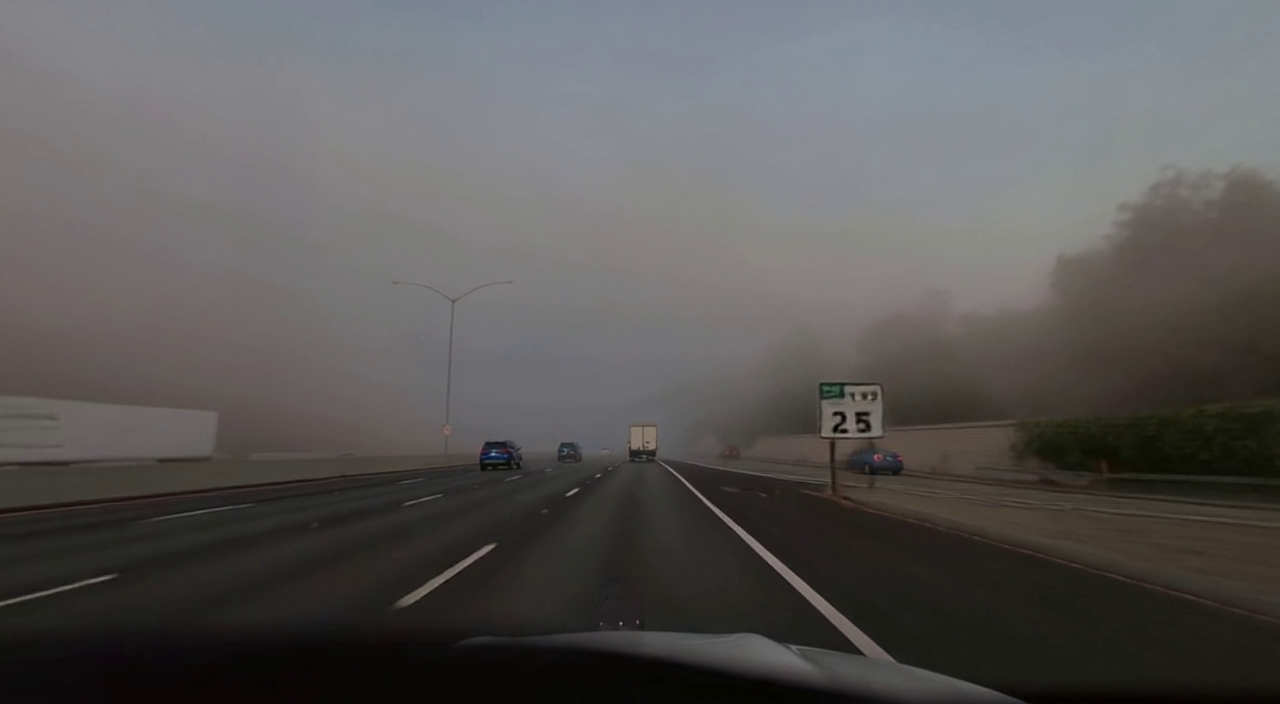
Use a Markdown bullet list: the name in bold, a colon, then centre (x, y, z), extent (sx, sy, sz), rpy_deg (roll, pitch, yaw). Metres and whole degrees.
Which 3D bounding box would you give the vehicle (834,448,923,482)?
- **vehicle**: centre (11.318, 5.374, 30.297), extent (2.075, 1.510, 4.569), rpy_deg (1, -9, -7)

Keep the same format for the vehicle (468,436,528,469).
- **vehicle**: centre (-9.790, 7.017, 44.136), extent (2.571, 2.169, 6.443), rpy_deg (0, -9, 1)

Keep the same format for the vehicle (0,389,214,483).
- **vehicle**: centre (-29.472, 4.595, 33.470), extent (3.033, 4.087, 15.130), rpy_deg (0, -9, 0)
